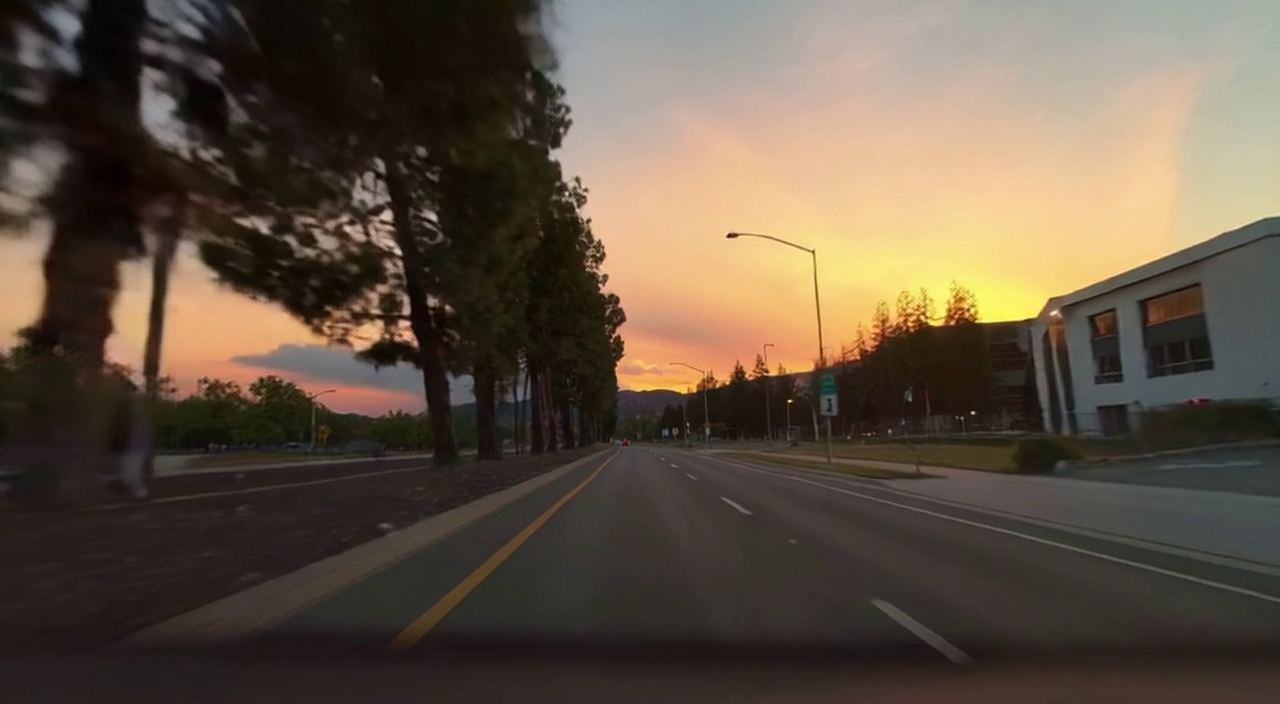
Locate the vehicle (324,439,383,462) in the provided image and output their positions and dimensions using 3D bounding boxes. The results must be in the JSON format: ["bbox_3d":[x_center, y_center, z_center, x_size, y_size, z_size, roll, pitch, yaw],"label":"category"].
[{"bbox_3d":[-19.274,6.638,42.741,1.790,1.453,4.618,0,-9,1],"label":"vehicle"}]
